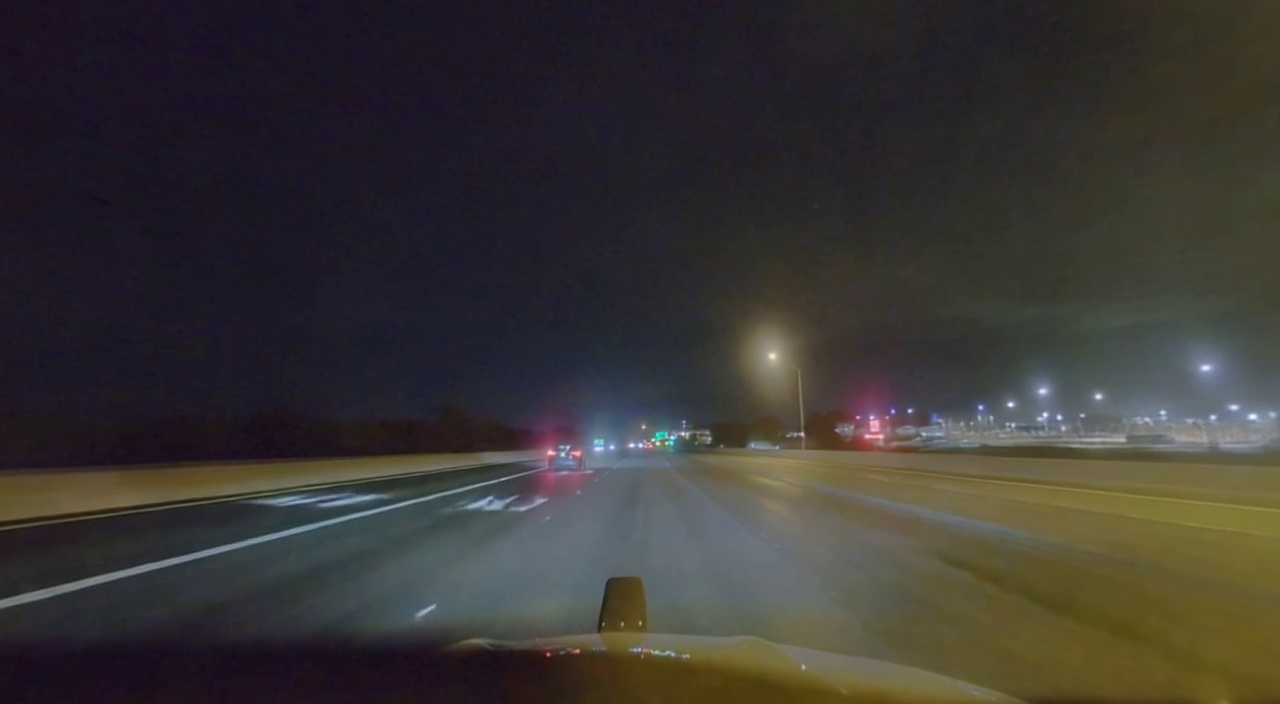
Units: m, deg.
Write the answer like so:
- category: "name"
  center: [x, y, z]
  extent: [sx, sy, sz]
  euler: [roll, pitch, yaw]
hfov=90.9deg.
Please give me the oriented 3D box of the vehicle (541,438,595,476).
- category: "vehicle"
  center: [-3.451, 5.140, 31.141]
  extent: [2.072, 1.706, 4.359]
  euler: [0, -8, 1]
